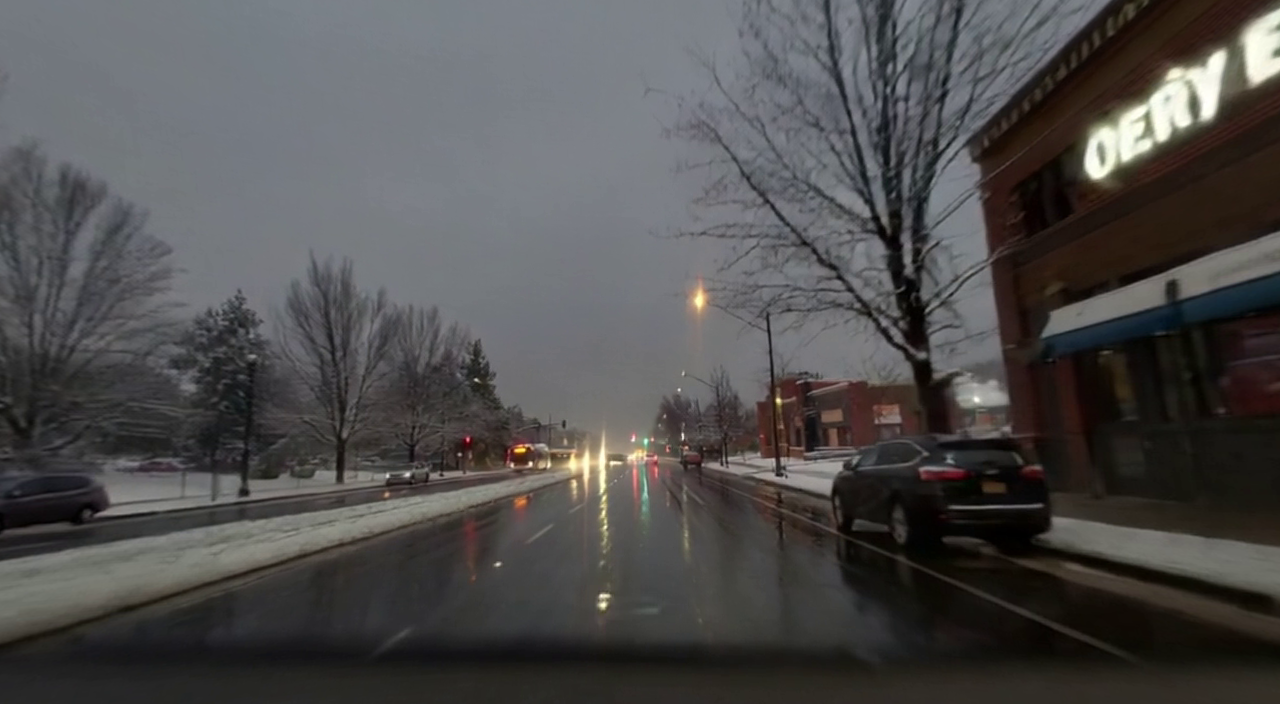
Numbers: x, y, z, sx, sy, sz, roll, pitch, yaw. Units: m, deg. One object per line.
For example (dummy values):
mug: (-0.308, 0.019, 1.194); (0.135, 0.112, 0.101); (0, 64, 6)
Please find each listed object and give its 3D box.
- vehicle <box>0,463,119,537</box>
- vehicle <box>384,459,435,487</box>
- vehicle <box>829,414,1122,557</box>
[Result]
vehicle: (-17.455, 4.040, 17.359); (1.920, 1.796, 4.710); (0, -9, 3)
vehicle: (-16.838, 8.842, 46.285); (1.896, 1.844, 4.620); (0, -9, 1)
vehicle: (5.159, 2.130, 10.868); (2.241, 1.832, 5.234); (0, -9, 1)
